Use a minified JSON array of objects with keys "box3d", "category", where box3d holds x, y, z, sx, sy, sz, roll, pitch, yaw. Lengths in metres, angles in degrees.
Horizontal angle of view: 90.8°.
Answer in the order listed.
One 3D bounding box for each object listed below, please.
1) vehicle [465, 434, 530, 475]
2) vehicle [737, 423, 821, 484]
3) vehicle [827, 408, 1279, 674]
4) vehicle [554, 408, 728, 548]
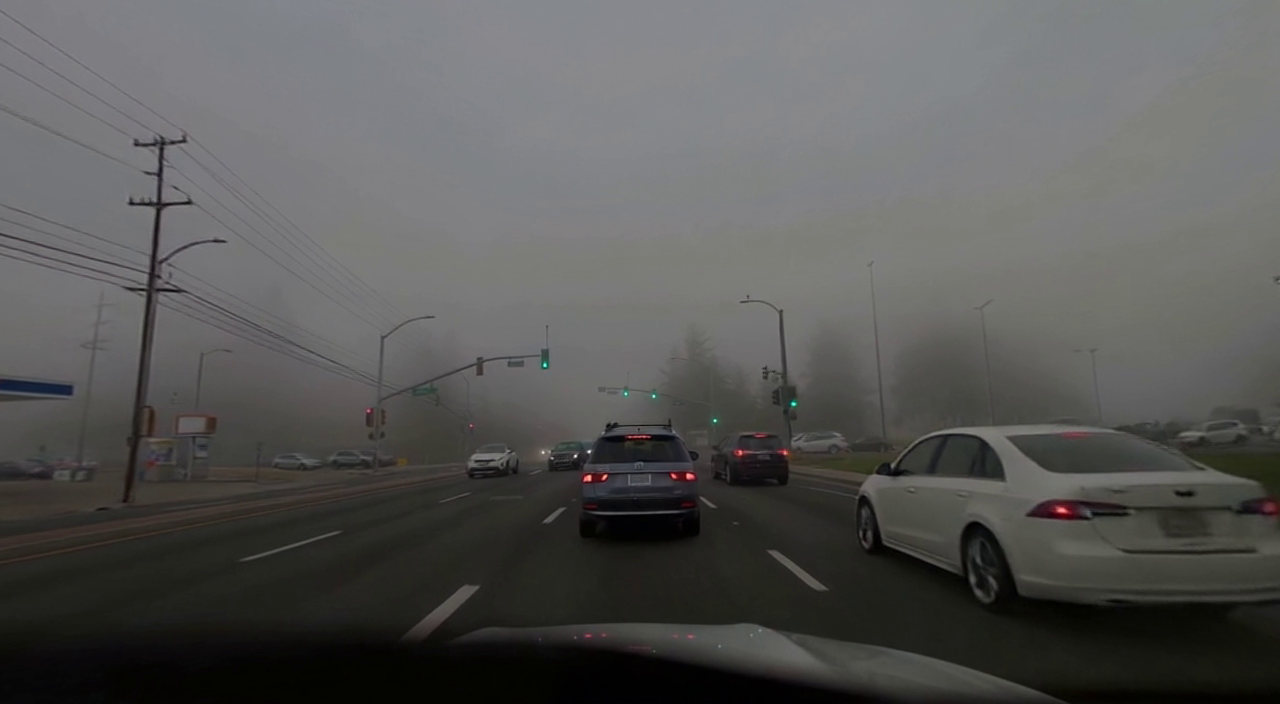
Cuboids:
[{"box3d":[-6.390,4.652,28.888,1.994,1.695,4.471,0,-8,-1],"category":"vehicle"},{"box3d":[4.489,3.368,21.183,2.116,1.791,5.006,-1,-8,5],"category":"vehicle"},{"box3d":[3.356,1.376,5.777,1.904,1.472,4.358,0,-8,-1],"category":"vehicle"},{"box3d":[-0.049,1.848,9.875,2.164,1.718,3.881,0,-8,-2],"category":"vehicle"}]
